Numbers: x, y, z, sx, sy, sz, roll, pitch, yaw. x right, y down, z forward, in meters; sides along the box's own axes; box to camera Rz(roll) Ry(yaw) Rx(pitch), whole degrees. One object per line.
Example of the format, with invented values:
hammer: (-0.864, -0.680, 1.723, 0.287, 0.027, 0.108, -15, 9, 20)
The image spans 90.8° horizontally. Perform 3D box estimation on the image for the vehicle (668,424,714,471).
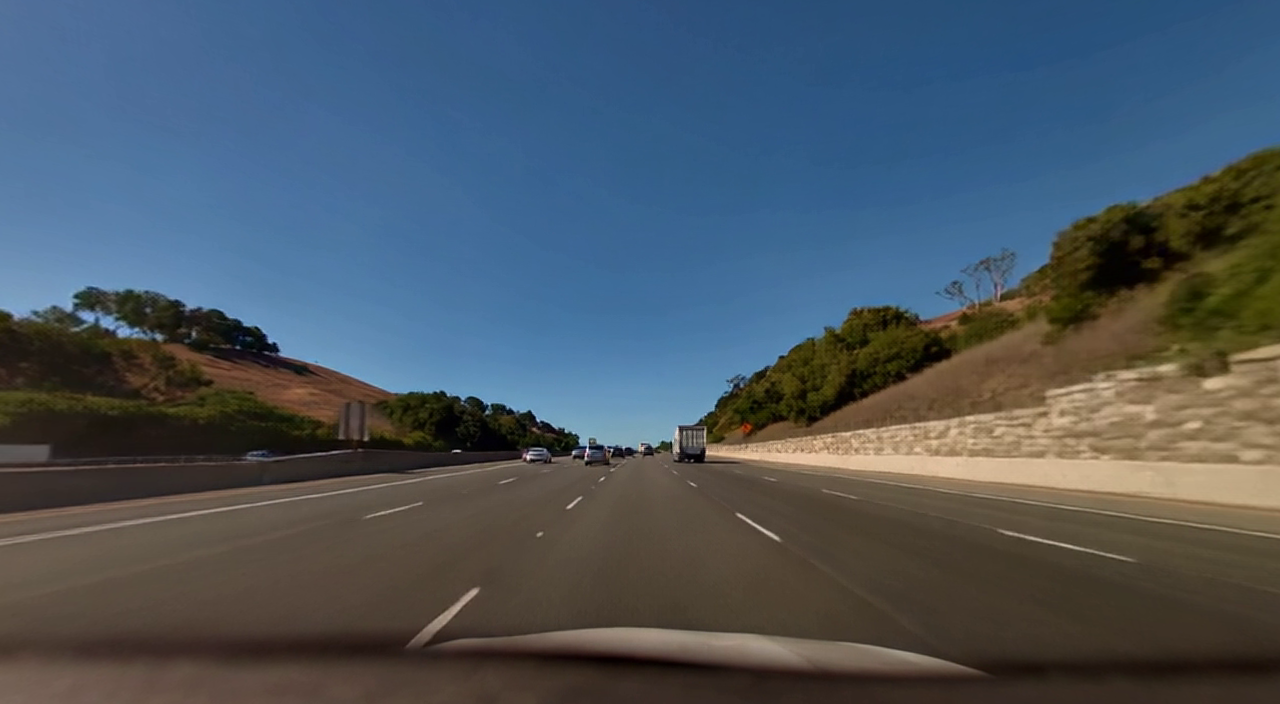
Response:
vehicle: (3.689, 7.162, 47.502, 2.795, 3.187, 7.205, 0, -8, 0)

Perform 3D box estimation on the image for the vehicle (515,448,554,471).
vehicle: (-7.620, 7.807, 46.049, 2.102, 1.522, 4.394, 0, -8, 0)
